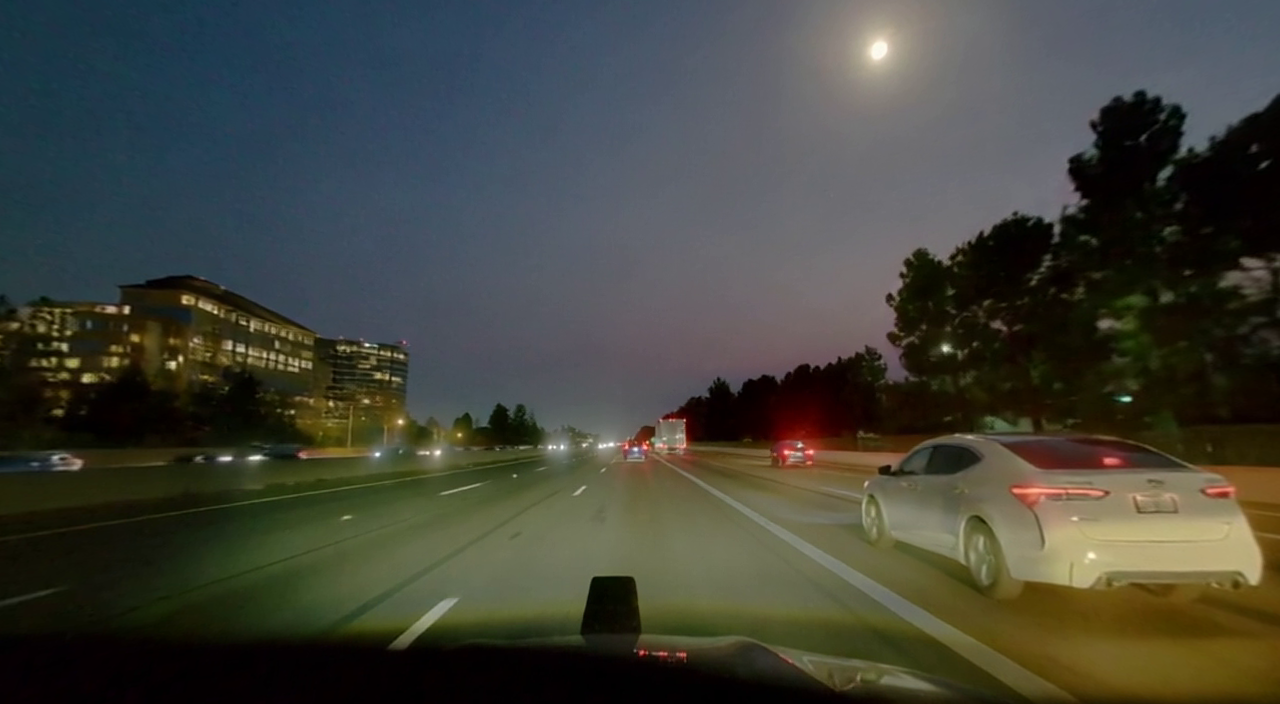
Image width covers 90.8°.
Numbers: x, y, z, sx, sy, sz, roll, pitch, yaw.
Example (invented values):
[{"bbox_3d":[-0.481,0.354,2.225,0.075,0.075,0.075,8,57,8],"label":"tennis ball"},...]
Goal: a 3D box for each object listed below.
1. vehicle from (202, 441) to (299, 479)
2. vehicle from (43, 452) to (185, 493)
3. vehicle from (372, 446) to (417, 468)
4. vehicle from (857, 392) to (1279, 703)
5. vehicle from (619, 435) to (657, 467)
[{"bbox_3d":[-18.136,5.031,29.664,1.863,1.613,4.092,0,-8,0],"label":"vehicle"},{"bbox_3d":[-21.998,5.029,26.723,1.986,1.484,4.683,0,-9,0],"label":"vehicle"},{"bbox_3d":[-18.103,7.736,46.691,1.796,1.505,3.726,0,-8,0],"label":"vehicle"},{"bbox_3d":[3.655,1.324,5.437,1.950,1.596,4.326,0,-8,-1],"label":"vehicle"},{"bbox_3d":[-0.166,6.305,40.359,2.297,1.912,4.355,0,-8,-1],"label":"vehicle"}]
